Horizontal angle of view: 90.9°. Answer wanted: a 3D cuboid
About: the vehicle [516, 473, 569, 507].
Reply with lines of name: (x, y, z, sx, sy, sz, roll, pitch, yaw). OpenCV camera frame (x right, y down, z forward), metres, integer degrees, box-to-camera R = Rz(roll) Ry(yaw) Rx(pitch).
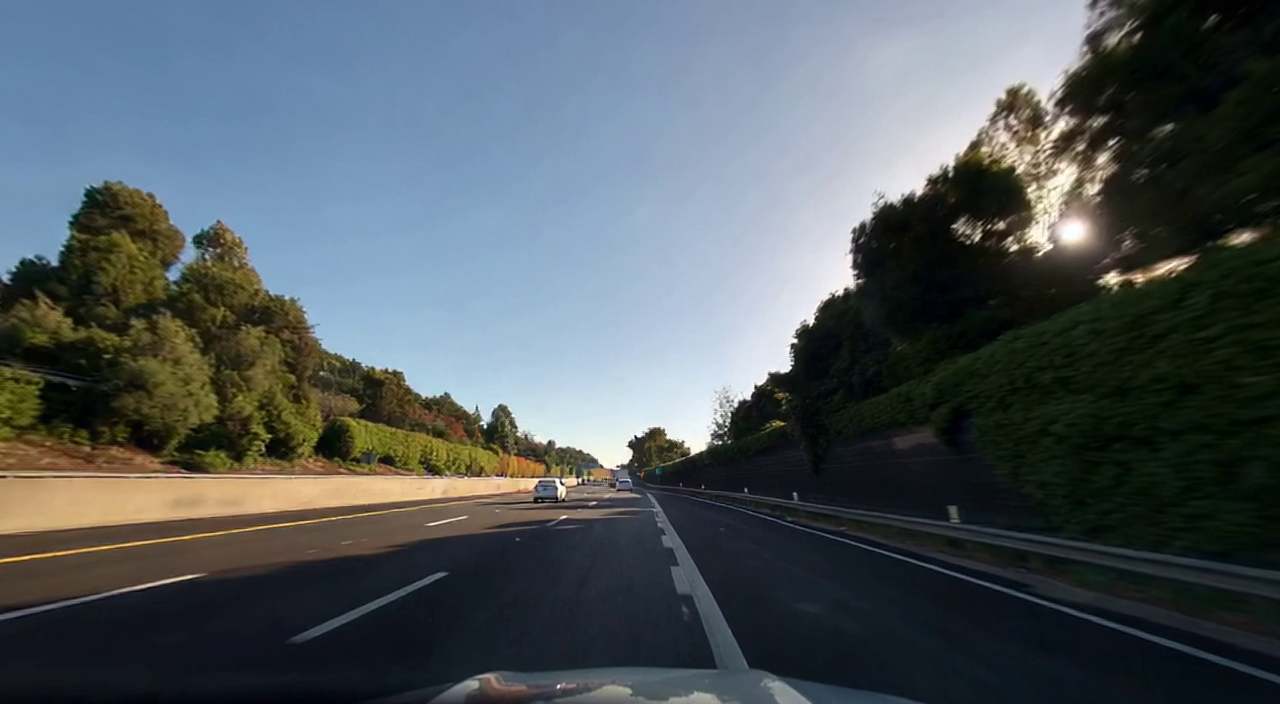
vehicle: (-5.064, 7.236, 33.302, 2.039, 1.605, 4.365, 0, -11, 1)
